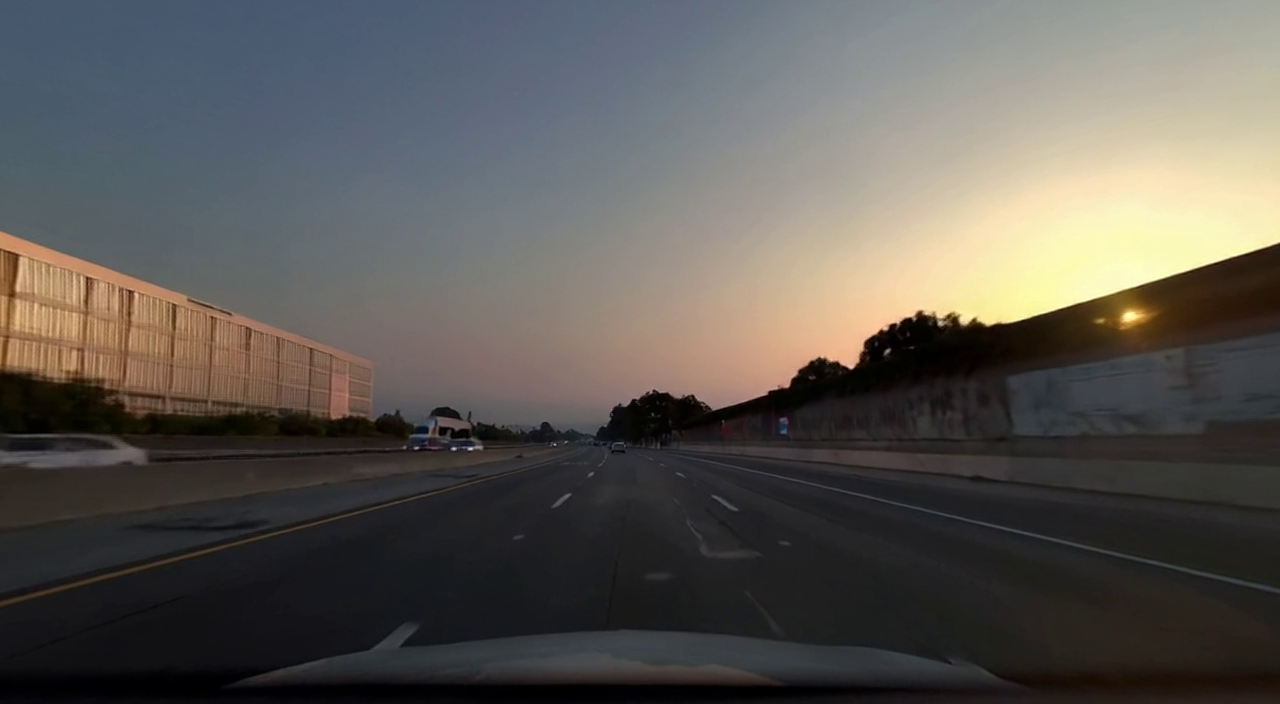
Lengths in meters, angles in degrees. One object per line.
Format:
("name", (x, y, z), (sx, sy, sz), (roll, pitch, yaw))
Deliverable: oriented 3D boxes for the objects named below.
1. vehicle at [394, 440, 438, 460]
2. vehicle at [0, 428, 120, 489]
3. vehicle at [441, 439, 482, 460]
("vehicle", (-17.543, 7.711, 49.261), (1.893, 1.503, 4.324), (0, -9, -1))
("vehicle", (-16.812, 2.831, 16.723), (1.933, 1.510, 4.591), (0, -9, -1))
("vehicle", (-13.460, 7.431, 47.600), (1.863, 1.521, 4.277), (0, -9, 0))
